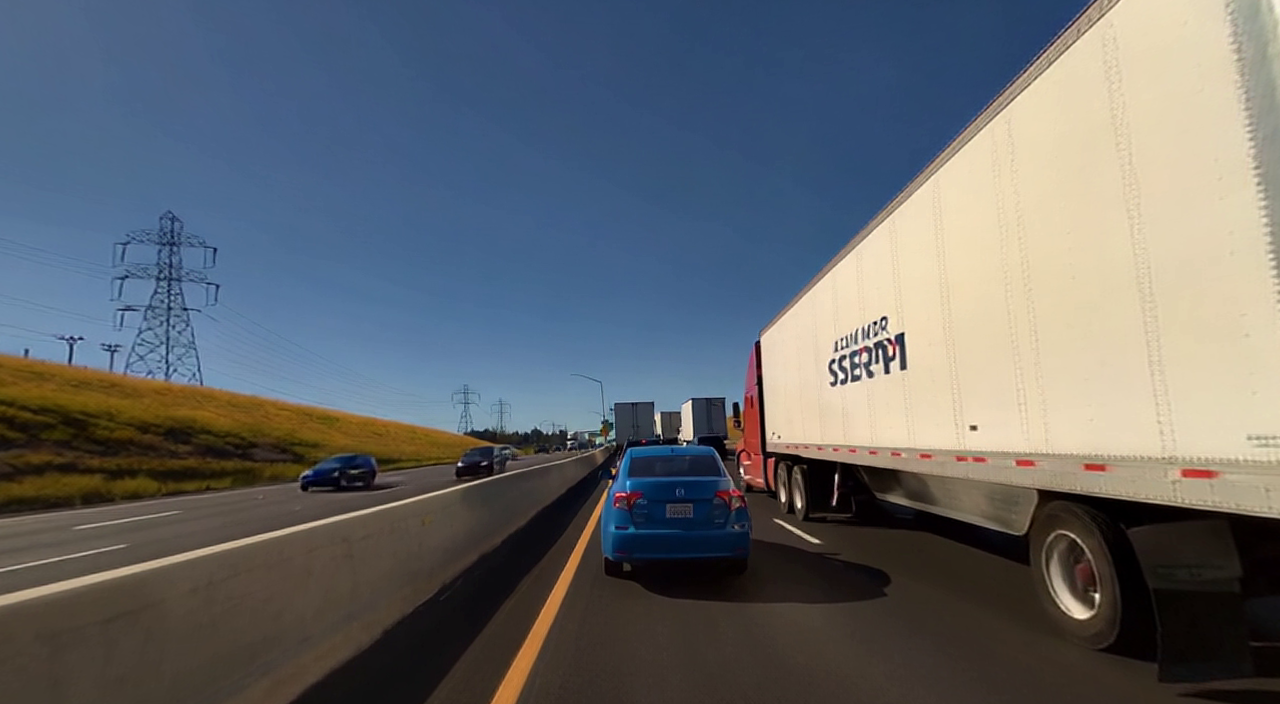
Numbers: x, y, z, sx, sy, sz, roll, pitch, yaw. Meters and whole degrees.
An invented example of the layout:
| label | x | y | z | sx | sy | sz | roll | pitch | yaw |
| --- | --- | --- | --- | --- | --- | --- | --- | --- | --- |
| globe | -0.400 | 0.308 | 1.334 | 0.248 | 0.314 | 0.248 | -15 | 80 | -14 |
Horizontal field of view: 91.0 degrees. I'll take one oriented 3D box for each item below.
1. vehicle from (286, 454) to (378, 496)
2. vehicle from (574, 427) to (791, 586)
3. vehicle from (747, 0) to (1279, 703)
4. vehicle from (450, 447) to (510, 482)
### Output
| label | x | y | z | sx | sy | sz | roll | pitch | yaw |
| --- | --- | --- | --- | --- | --- | --- | --- | --- | --- |
| vehicle | -12.238 | 4.887 | 25.295 | 1.795 | 1.441 | 3.759 | -1 | -8 | 0 |
| vehicle | 0.329 | 1.712 | 7.796 | 2.045 | 1.446 | 3.597 | 0 | -8 | -2 |
| vehicle | 4.146 | 0.248 | 6.627 | 3.138 | 4.065 | 14.276 | 0 | -8 | -1 |
| vehicle | -8.139 | 5.725 | 32.404 | 1.991 | 1.629 | 4.259 | -1 | -8 | 0 |
